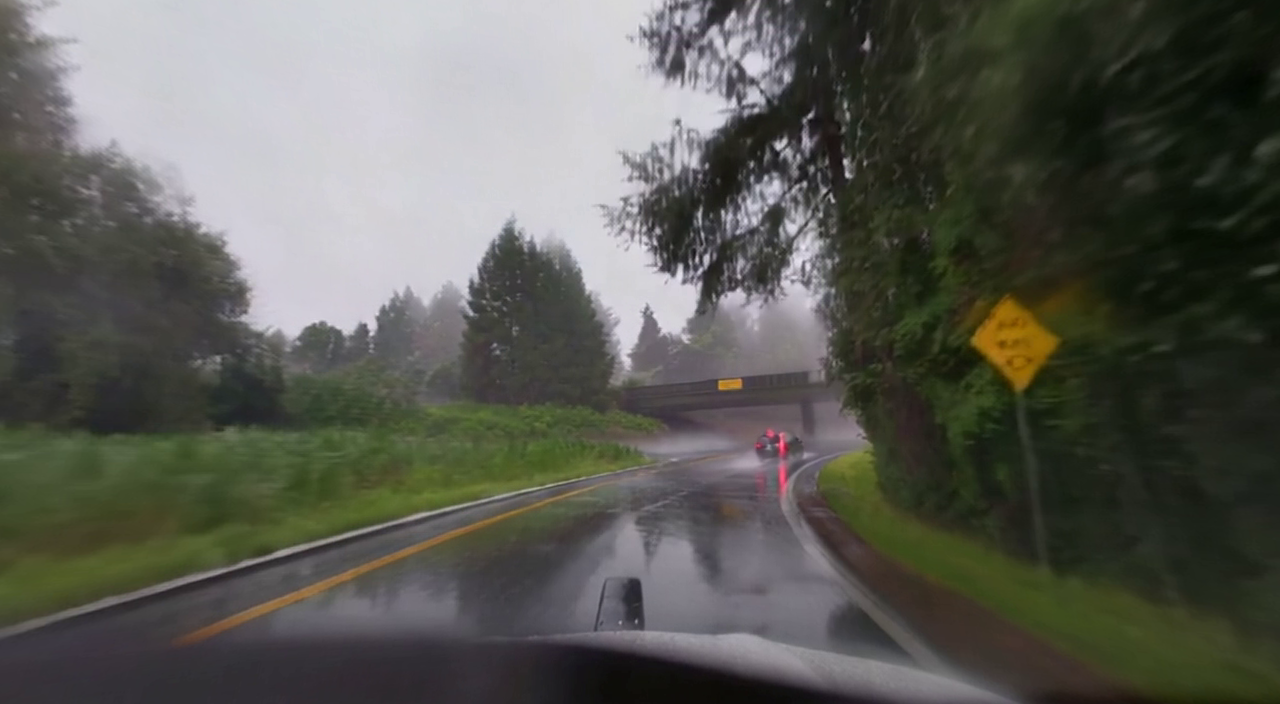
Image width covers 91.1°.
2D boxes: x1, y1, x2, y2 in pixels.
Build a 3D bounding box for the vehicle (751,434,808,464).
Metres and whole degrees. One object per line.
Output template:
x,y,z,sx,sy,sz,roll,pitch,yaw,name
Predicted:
7.259,5.033,32.569,1.980,1.449,3.650,-5,-10,26,vehicle
